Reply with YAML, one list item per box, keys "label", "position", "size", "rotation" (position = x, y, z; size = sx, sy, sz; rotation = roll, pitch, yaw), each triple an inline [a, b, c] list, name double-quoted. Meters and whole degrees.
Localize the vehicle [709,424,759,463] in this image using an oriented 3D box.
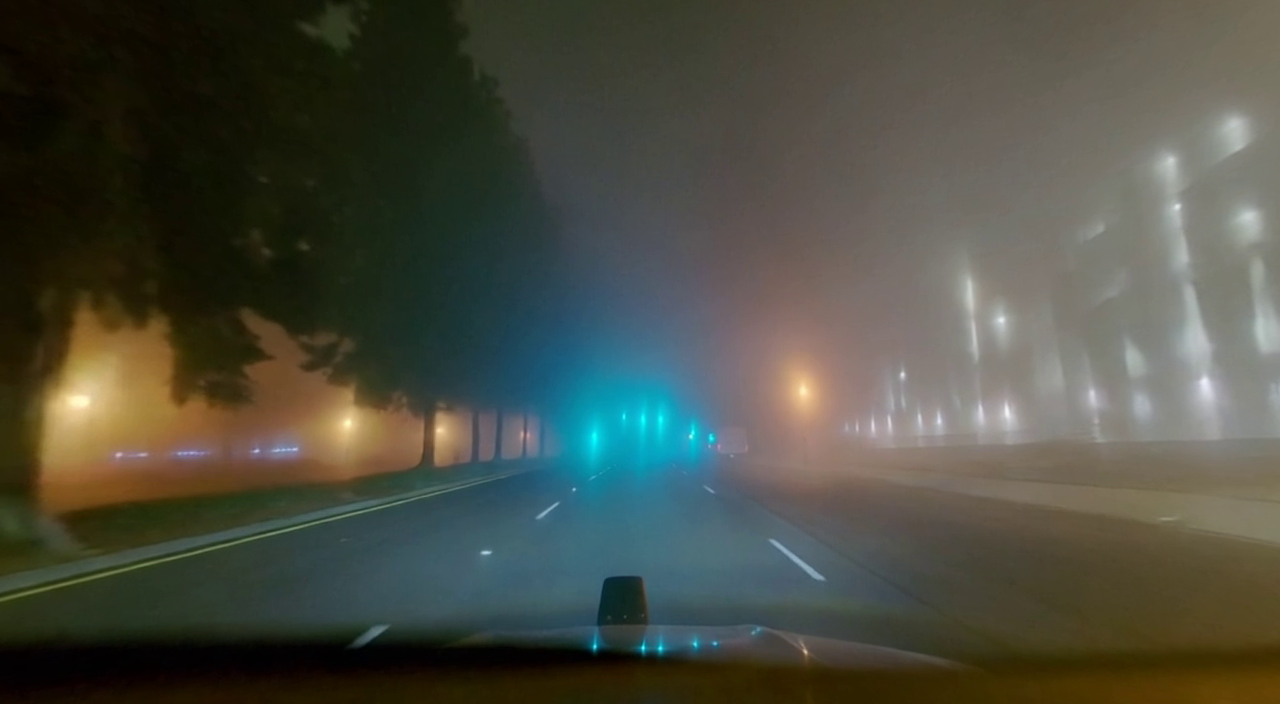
- label: "vehicle"
  position: [6.731, 6.624, 45.781]
  size: [2.762, 2.607, 6.182]
  rotation: [0, -8, 1]
